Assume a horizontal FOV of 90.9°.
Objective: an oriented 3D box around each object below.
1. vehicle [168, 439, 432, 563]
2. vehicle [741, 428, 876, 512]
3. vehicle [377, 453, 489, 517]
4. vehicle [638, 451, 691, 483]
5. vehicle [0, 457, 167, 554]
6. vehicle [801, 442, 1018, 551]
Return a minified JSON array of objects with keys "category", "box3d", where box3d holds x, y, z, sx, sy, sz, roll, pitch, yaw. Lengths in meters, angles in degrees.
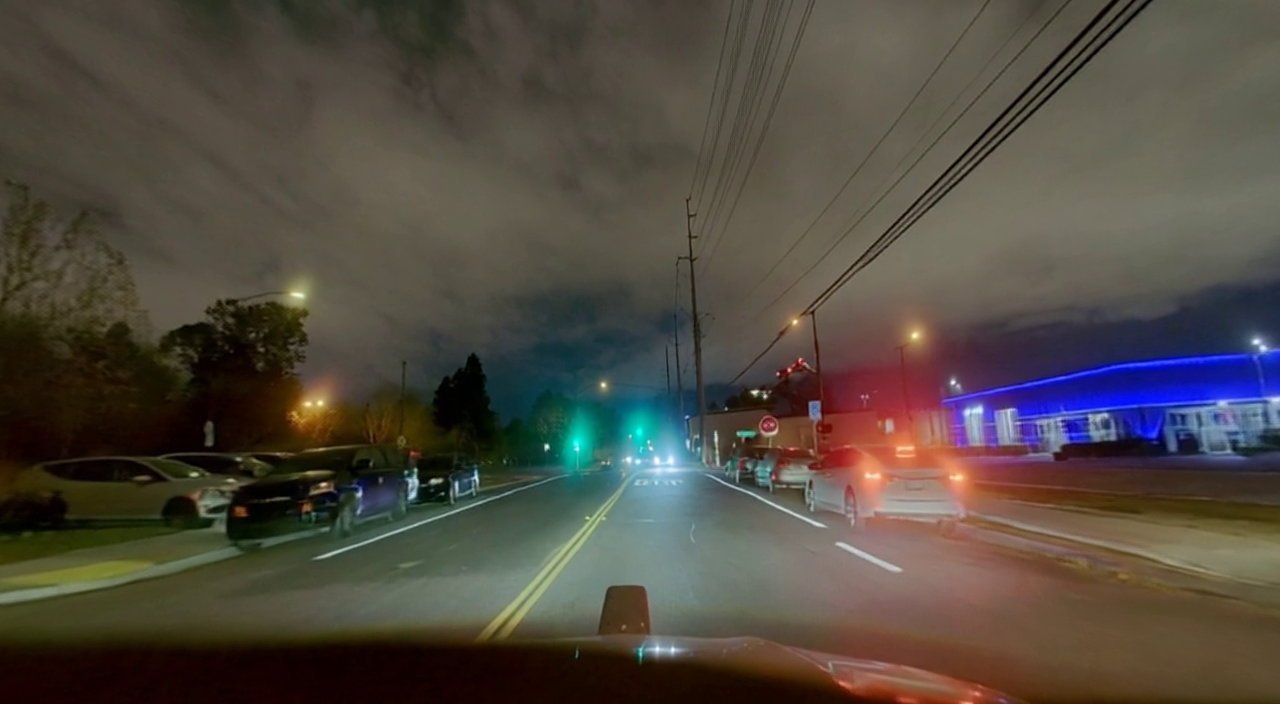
[{"category":"vehicle","box3d":[-5.795,2.540,11.772,2.146,1.775,5.117,0,-8,-1]},{"category":"vehicle","box3d":[4.187,2.985,16.620,2.178,1.856,4.756,1,-8,-1]},{"category":"vehicle","box3d":[-5.555,3.581,17.424,1.820,1.482,3.737,0,-8,0]},{"category":"vehicle","box3d":[1.374,6.080,33.662,2.033,1.464,4.645,-2,-8,12]},{"category":"vehicle","box3d":[-11.730,2.651,11.177,4.968,1.493,1.961,0,-8,-3]},{"category":"vehicle","box3d":[4.227,2.284,10.820,1.840,1.452,4.517,0,-8,2]}]
